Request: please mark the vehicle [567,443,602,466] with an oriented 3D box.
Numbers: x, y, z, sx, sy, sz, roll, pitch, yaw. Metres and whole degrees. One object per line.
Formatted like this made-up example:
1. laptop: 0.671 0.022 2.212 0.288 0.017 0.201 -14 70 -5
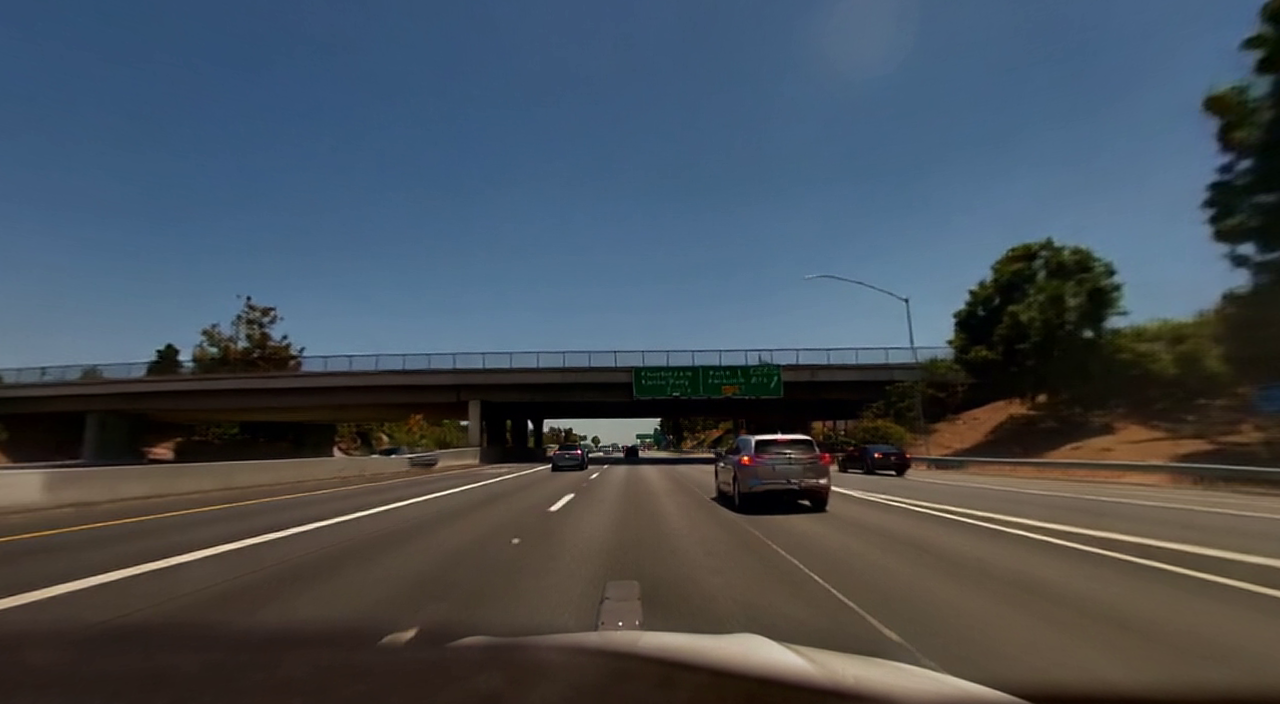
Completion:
1. vehicle: -3.908 7.281 45.050 2.091 1.544 4.409 0 -8 0
